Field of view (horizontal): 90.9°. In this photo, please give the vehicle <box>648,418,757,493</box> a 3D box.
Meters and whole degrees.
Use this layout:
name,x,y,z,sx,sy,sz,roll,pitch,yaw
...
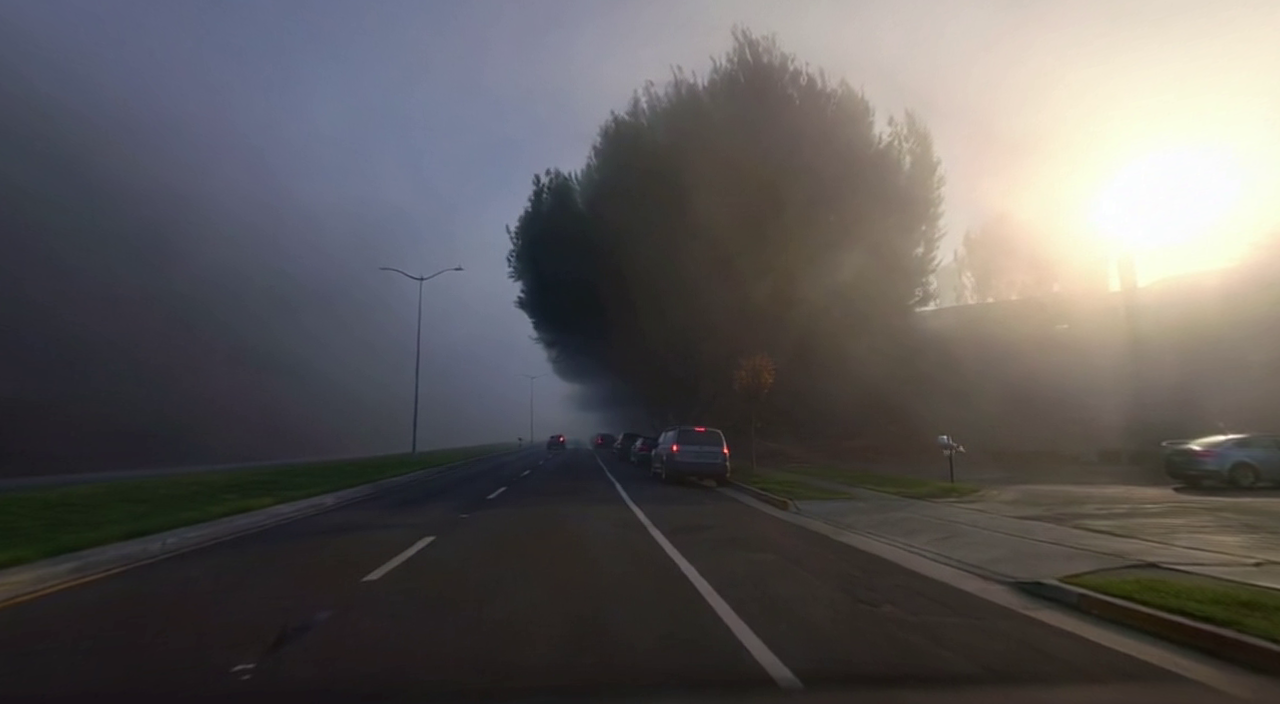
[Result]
name,x,y,z,sx,sy,sz,roll,pitch,yaw
vehicle,1.646,2.986,18.531,2.226,1.889,4.543,1,-8,-7

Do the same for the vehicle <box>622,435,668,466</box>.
name,x,y,z,sx,sy,sz,roll,pitch,yaw
vehicle,0.212,5.250,33.774,1.832,1.538,4.208,1,-8,-8

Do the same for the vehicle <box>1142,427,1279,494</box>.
name,x,y,z,sx,sy,sz,roll,pitch,yaw
vehicle,17.628,3.126,18.216,2.068,1.759,4.747,3,-9,-6
